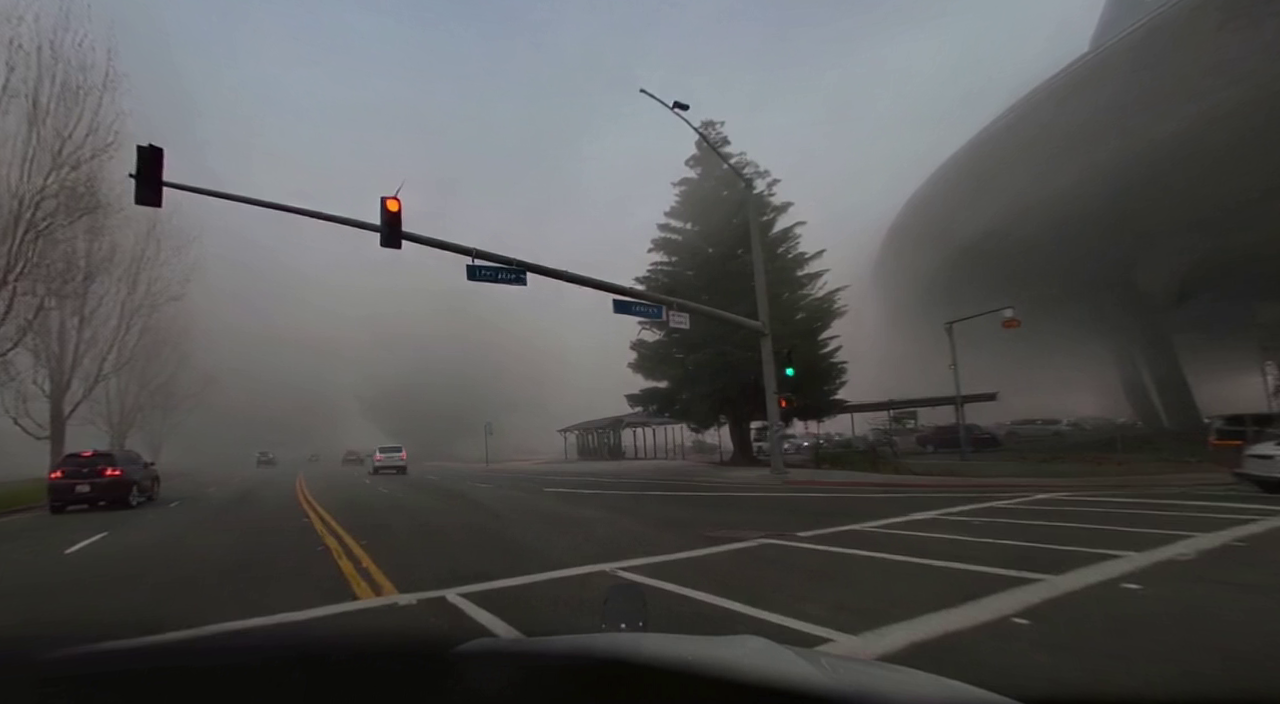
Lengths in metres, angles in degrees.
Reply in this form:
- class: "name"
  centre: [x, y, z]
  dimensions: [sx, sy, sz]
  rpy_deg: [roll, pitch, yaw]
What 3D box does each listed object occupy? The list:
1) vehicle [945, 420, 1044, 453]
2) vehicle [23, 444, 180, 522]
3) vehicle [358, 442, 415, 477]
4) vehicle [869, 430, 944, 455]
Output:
- class: "vehicle"
  centre: [21.557, 5.206, 38.570]
  dimensions: [1.860, 1.629, 4.805]
  rpy_deg: [-1, -8, -32]
- class: "vehicle"
  centre: [-14.386, 3.415, 17.222]
  dimensions: [2.097, 1.782, 4.682]
  rpy_deg: [4, -9, -27]
- class: "vehicle"
  centre: [-14.178, 5.926, 35.120]
  dimensions: [2.345, 1.803, 4.261]
  rpy_deg: [4, -9, -28]
- class: "vehicle"
  centre: [18.366, 6.285, 43.698]
  dimensions: [1.796, 1.445, 4.535]
  rpy_deg: [-1, -7, -29]
